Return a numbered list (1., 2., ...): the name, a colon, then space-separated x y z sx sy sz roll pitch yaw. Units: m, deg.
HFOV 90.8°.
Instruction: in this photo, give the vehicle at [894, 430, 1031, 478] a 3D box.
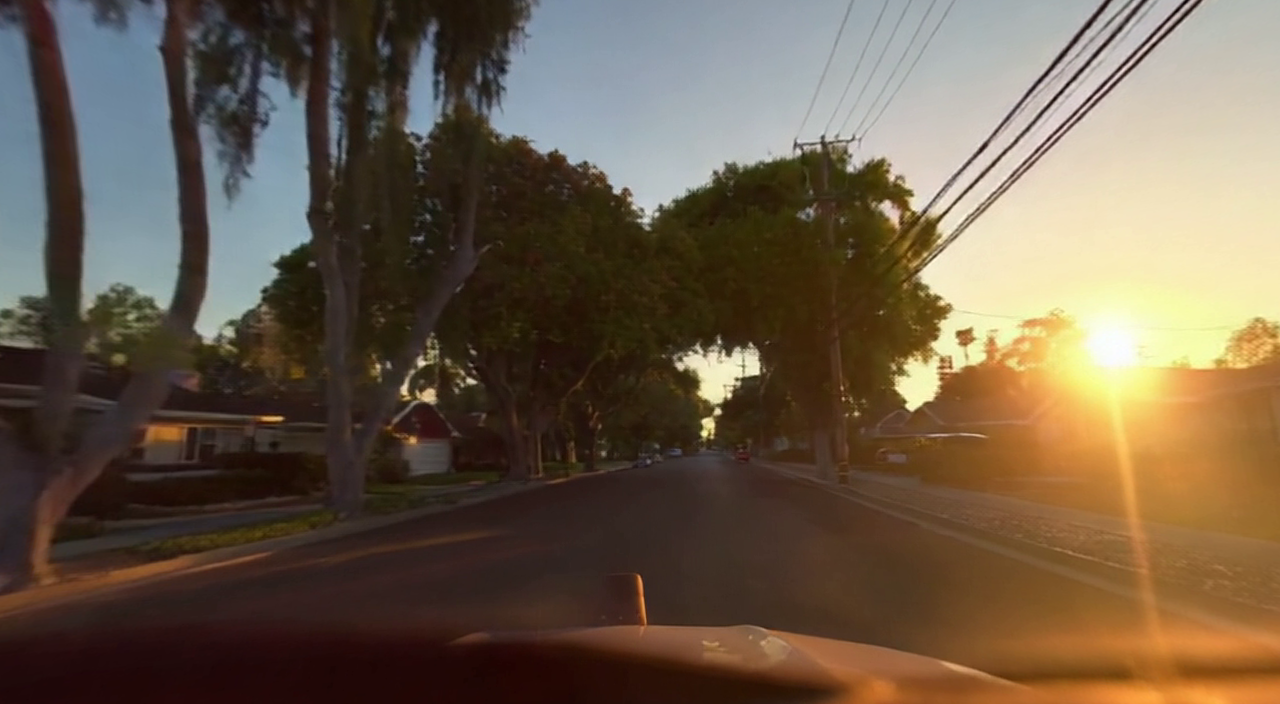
1. vehicle: 13.548 4.319 26.811 4.555 1.803 2.151 -2 -9 4
